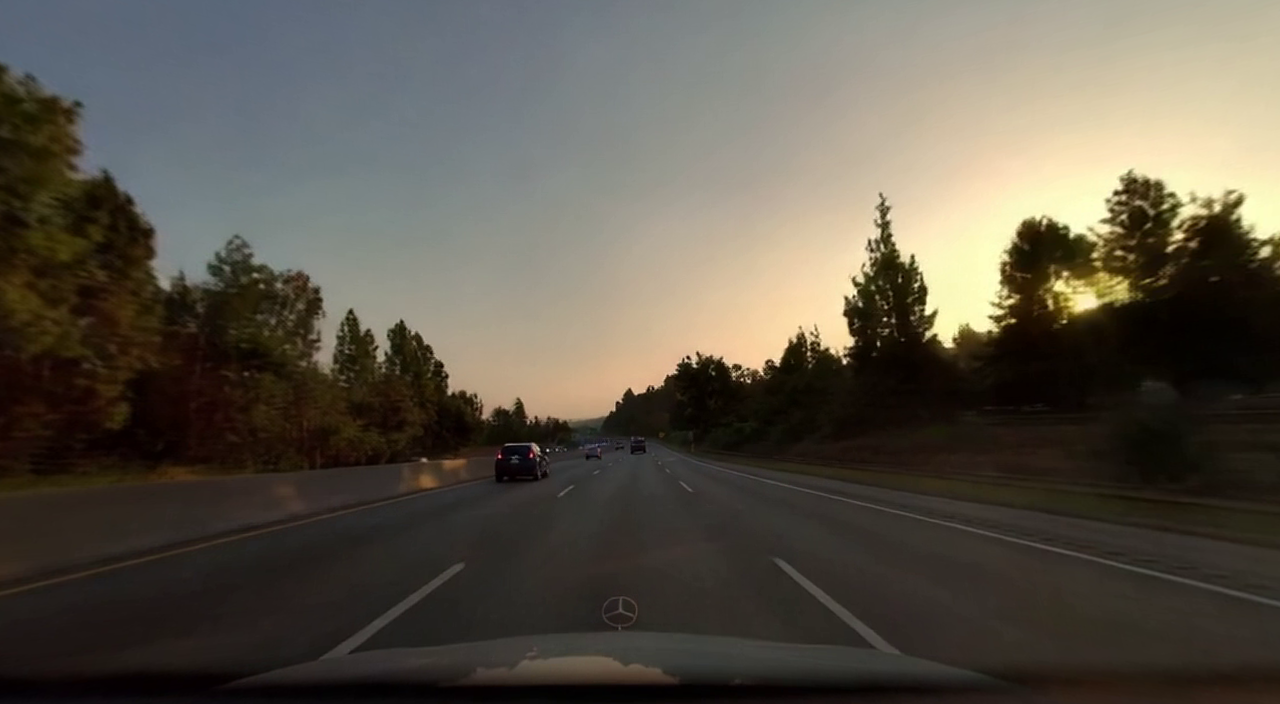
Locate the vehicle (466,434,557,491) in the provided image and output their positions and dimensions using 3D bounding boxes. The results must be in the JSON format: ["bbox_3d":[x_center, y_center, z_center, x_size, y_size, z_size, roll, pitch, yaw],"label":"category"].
[{"bbox_3d":[-4.170,3.671,21.114,2.151,1.693,4.201,0,-9,0],"label":"vehicle"}]

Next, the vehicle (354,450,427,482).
[{"bbox_3d":[-12.848,5.873,32.558,2.007,1.495,4.319,0,-9,0],"label":"vehicle"}]
